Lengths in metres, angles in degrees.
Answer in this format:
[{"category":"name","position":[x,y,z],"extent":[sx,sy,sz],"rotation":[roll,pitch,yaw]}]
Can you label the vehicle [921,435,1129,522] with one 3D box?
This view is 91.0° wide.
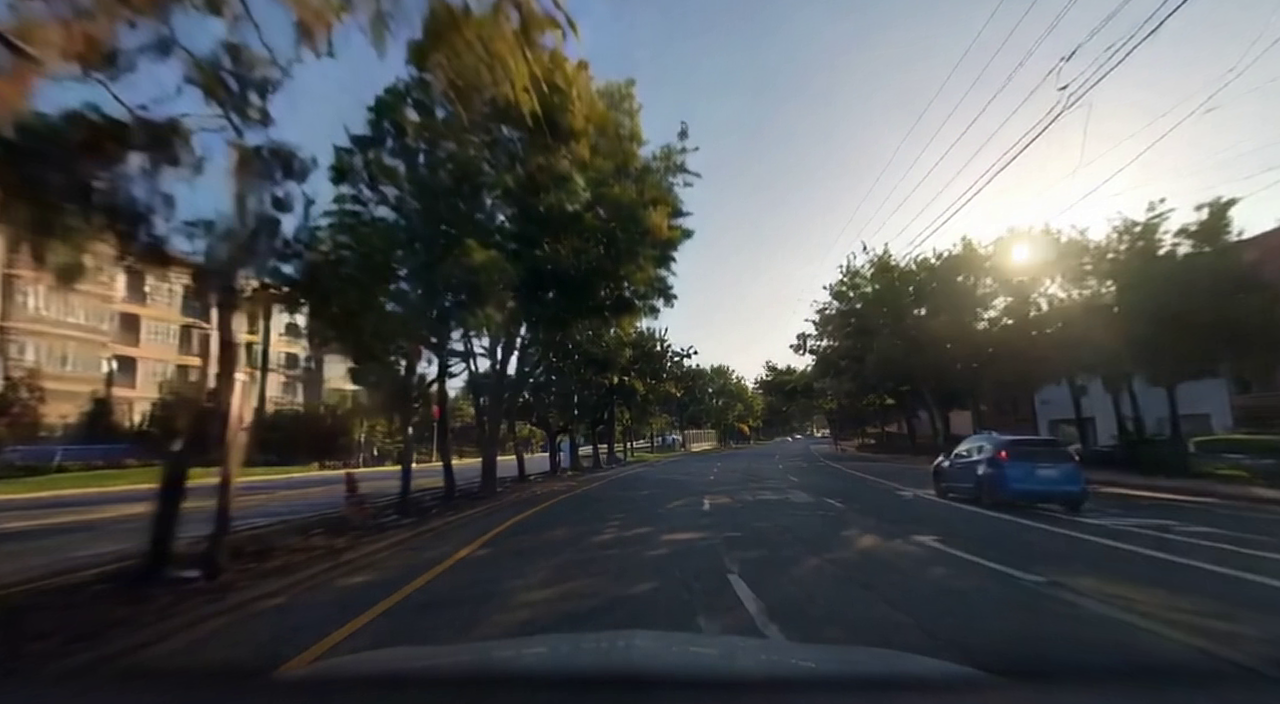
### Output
[{"category":"vehicle","position":[7.487,2.469,12.801],"extent":[1.908,1.476,3.880],"rotation":[-1,-9,3]}]
